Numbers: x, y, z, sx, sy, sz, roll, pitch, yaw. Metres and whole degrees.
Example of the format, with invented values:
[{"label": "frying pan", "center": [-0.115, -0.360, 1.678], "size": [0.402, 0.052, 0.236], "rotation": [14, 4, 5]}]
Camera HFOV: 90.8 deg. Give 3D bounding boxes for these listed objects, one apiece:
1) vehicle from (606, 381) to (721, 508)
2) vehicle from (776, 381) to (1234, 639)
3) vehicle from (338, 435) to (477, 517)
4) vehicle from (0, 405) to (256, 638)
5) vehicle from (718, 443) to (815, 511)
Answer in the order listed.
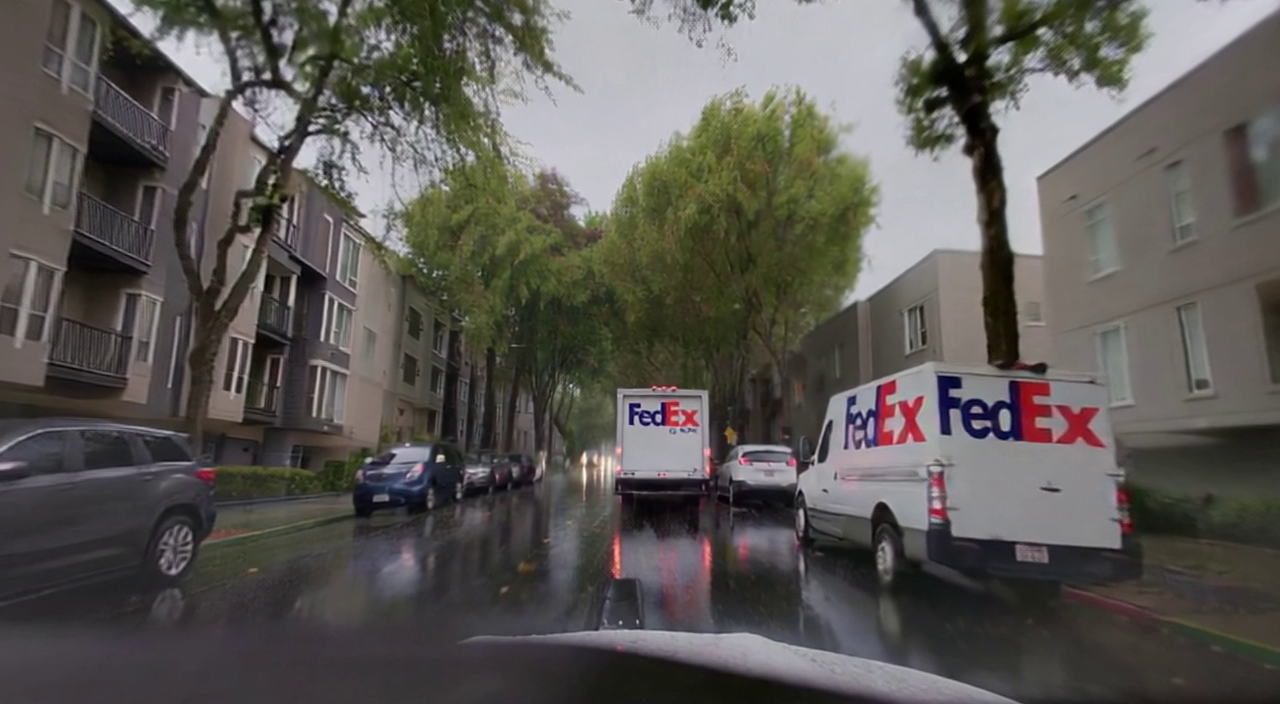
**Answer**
[{"label": "vehicle", "center": [0.533, 2.978, 20.439], "size": [2.930, 3.275, 8.180], "rotation": [0, -8, -1]}, {"label": "vehicle", "center": [3.437, 1.631, 7.757], "size": [2.221, 1.991, 5.564], "rotation": [0, -8, -1]}, {"label": "vehicle", "center": [-5.968, 3.204, 16.925], "size": [2.020, 1.867, 4.654], "rotation": [0, -8, -1]}, {"label": "vehicle", "center": [-5.904, 1.432, 5.737], "size": [2.089, 1.757, 4.256], "rotation": [0, -8, 1]}, {"label": "vehicle", "center": [3.308, 3.320, 17.287], "size": [1.868, 1.623, 3.815], "rotation": [0, -9, 0]}]
